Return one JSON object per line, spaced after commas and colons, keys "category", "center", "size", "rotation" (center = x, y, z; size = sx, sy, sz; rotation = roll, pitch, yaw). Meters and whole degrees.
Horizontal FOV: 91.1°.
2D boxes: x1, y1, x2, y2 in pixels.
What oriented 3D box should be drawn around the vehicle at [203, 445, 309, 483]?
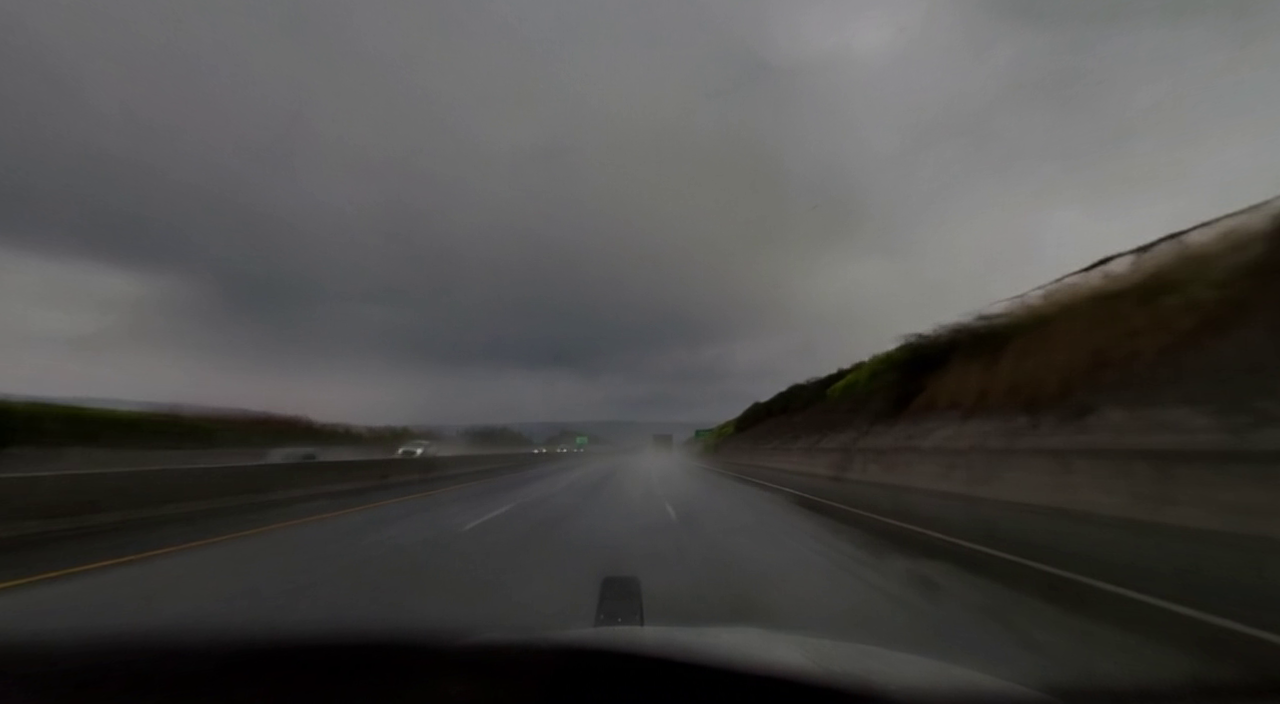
{"category": "vehicle", "center": [-17.093, 4.972, 28.293], "size": [1.900, 1.524, 4.532], "rotation": [-1, -9, 0]}
